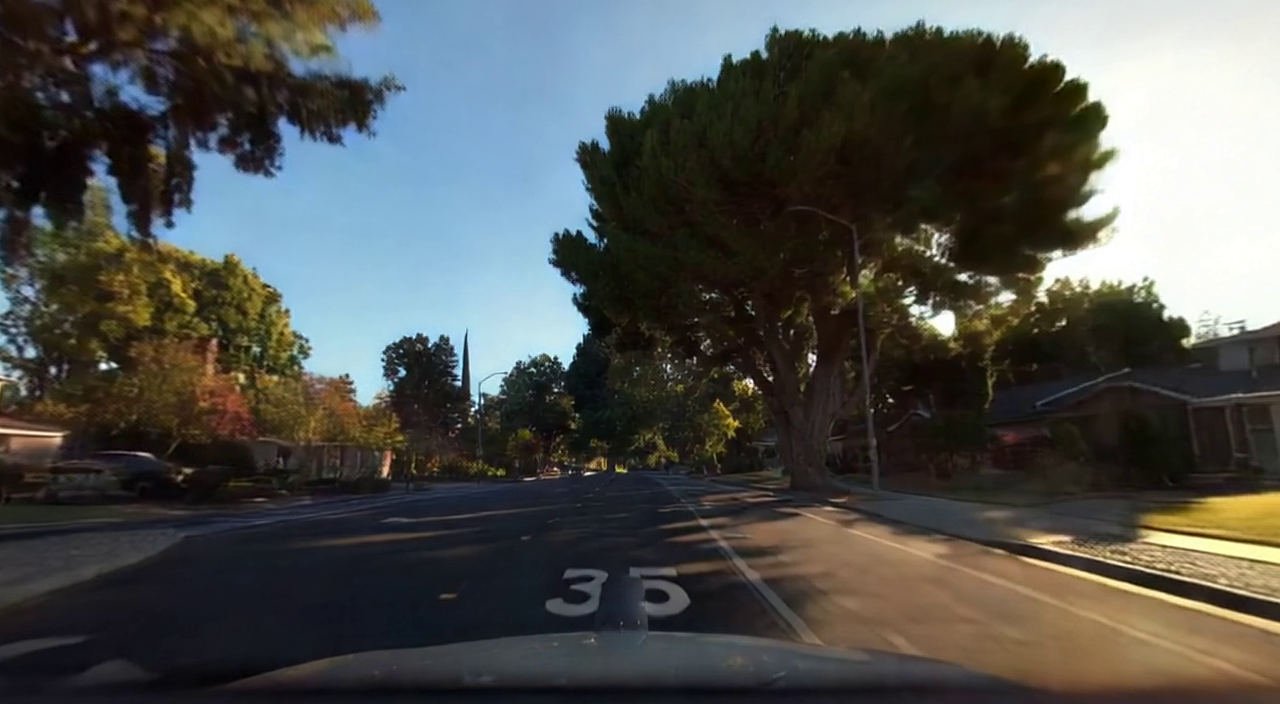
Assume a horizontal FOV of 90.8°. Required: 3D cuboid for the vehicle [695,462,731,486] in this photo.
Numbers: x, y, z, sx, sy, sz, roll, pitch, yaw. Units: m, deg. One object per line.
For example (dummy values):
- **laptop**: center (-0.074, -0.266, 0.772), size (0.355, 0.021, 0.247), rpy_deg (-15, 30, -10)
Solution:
- **vehicle**: center (5.130, 8.652, 44.913), size (1.904, 1.475, 4.386), rpy_deg (0, -9, -1)
